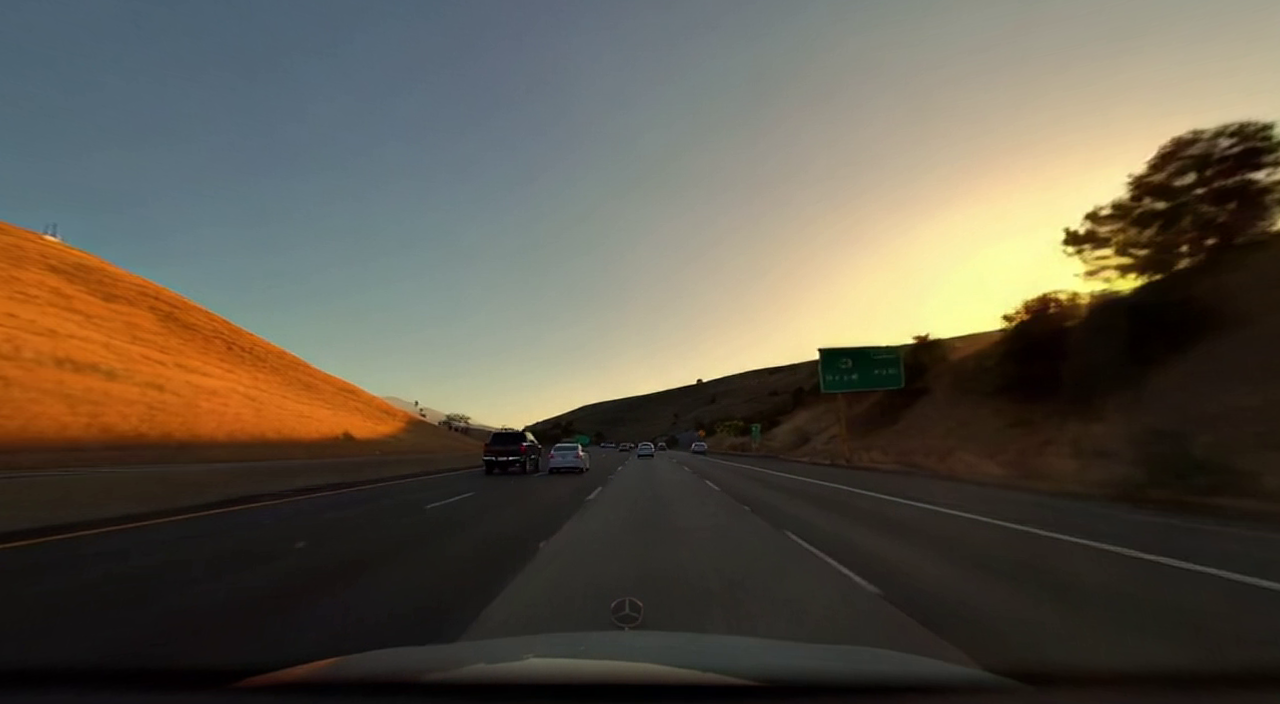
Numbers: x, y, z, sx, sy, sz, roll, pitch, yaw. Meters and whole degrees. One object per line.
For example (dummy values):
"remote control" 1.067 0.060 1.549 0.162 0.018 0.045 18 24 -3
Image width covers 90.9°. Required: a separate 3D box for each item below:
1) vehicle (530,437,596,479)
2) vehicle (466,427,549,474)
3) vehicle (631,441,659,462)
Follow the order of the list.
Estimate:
"vehicle" -3.040 4.326 25.916 2.091 1.552 4.516 0 -8 1
"vehicle" -6.404 4.877 31.459 2.589 2.063 6.206 0 -8 2
"vehicle" 0.399 7.622 48.524 2.031 1.566 3.904 0 -8 1
